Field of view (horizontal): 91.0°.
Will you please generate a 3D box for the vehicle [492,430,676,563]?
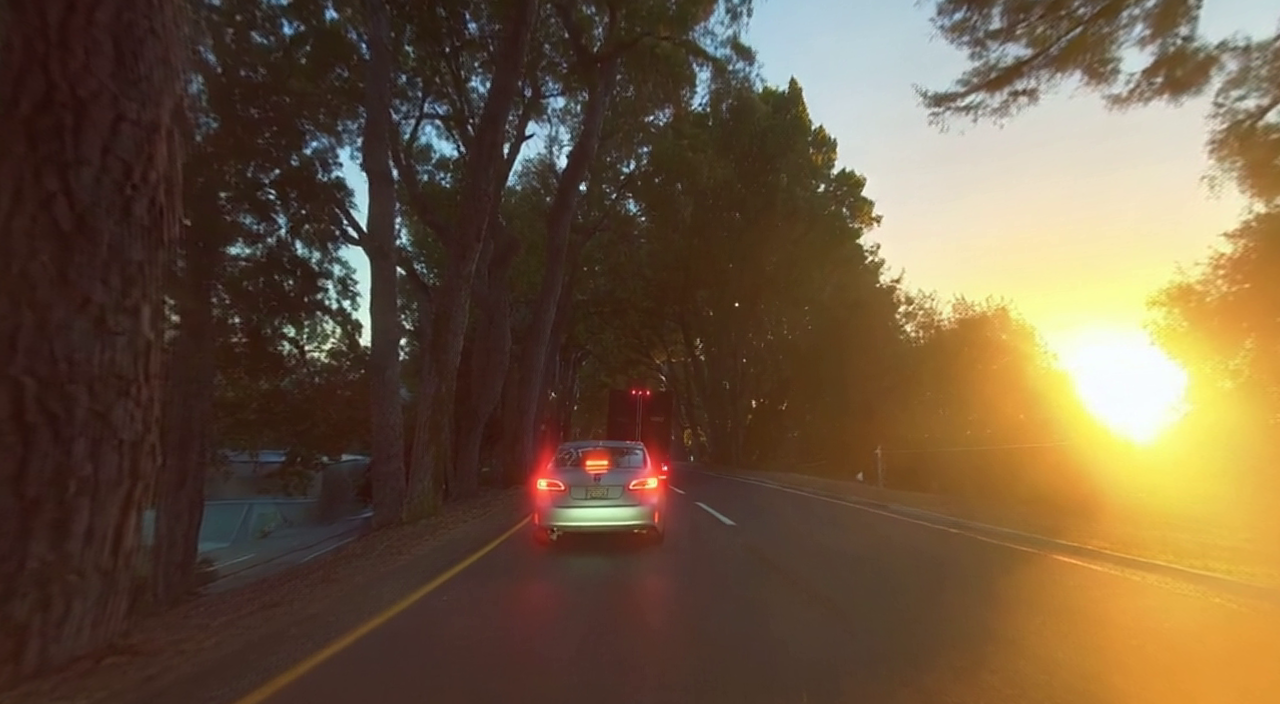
[{"bbox_3d":[-0.620,1.943,9.211,2.076,1.490,4.078,0,-9,0],"label":"vehicle"}]
